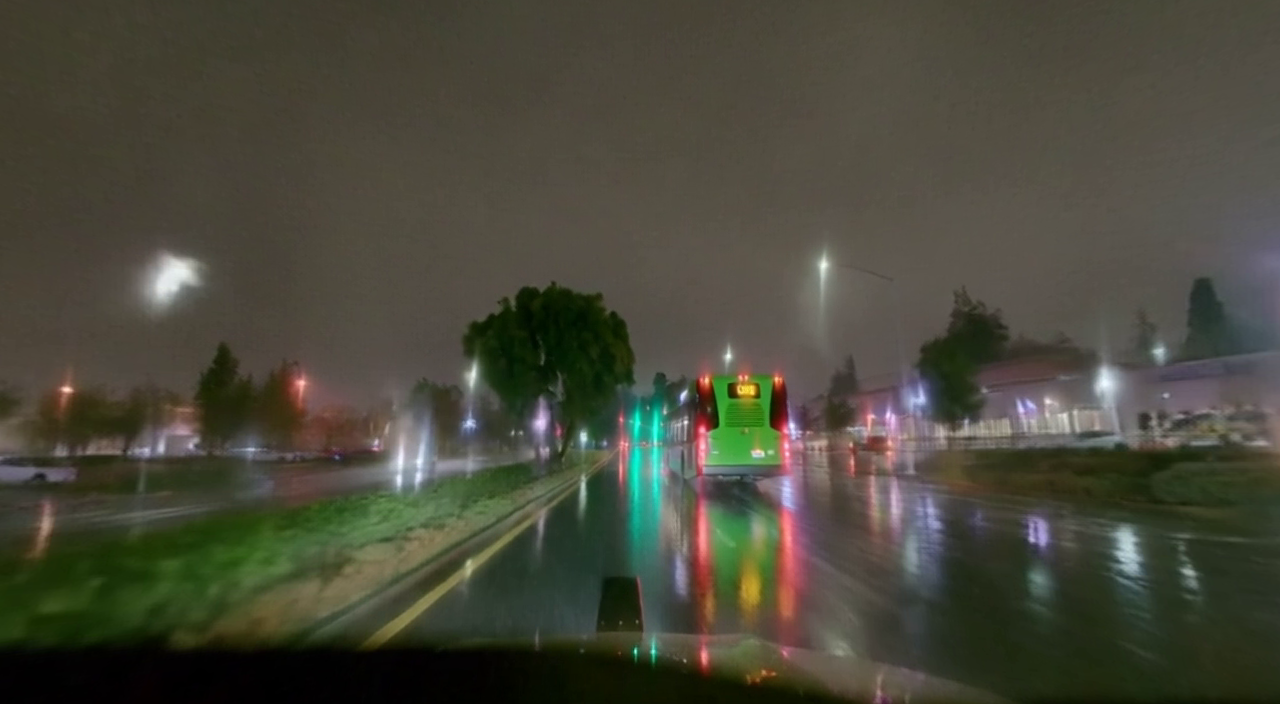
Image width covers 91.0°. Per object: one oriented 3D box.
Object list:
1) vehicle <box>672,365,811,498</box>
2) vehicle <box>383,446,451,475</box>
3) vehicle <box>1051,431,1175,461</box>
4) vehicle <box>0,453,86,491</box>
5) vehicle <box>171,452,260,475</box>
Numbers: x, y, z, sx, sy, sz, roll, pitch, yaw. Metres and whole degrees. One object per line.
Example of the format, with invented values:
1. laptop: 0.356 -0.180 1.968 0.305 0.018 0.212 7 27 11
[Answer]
1. vehicle: 2.755 2.650 20.395 2.766 3.306 9.281 0 -8 -1
2. vehicle: -12.406 6.033 35.374 2.081 1.492 4.668 0 -8 1
3. vehicle: 23.962 4.764 32.019 4.659 1.434 1.900 -1 -8 2
4. vehicle: -31.894 6.156 32.465 2.119 1.714 4.993 -3 -8 0
5. vehicle: -31.868 8.319 47.359 1.983 1.531 5.126 -8 -11 43
